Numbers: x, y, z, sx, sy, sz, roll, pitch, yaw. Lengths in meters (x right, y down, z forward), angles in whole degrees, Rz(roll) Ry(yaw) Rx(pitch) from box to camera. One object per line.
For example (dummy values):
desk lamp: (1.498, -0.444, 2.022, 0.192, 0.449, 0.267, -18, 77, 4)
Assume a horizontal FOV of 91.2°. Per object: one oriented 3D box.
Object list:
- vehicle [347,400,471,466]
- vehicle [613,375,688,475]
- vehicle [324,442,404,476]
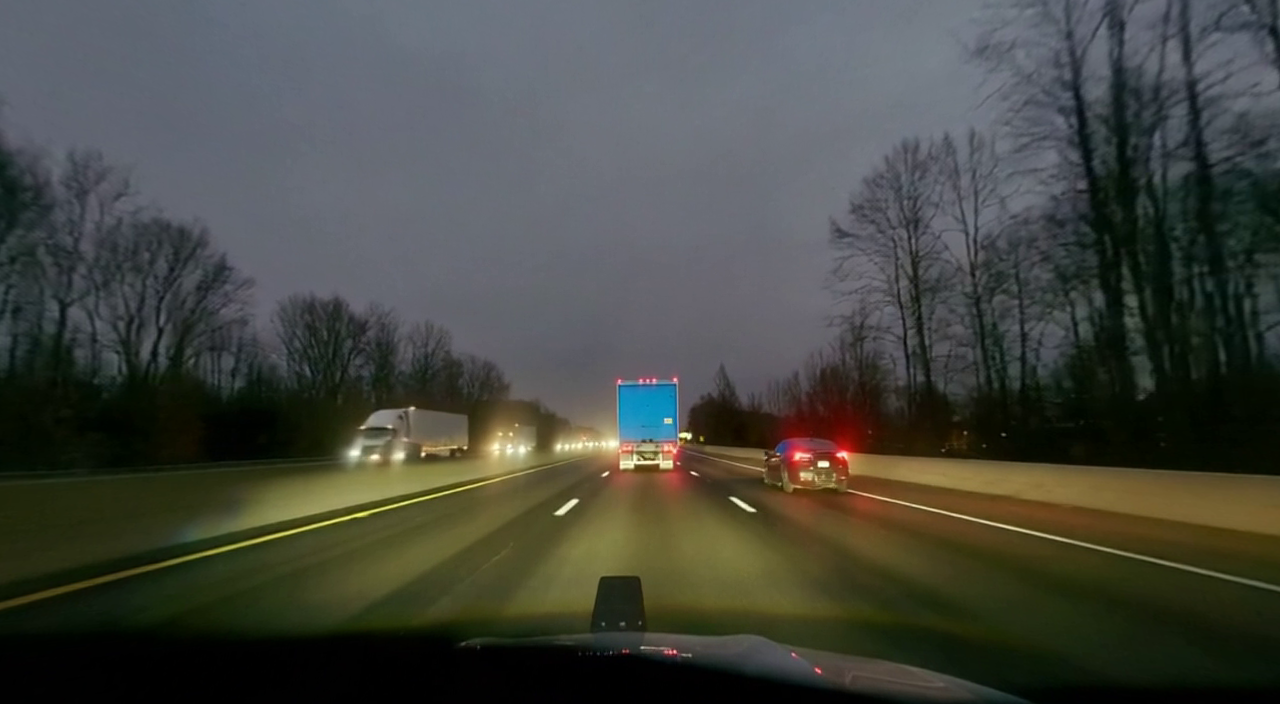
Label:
vehicle: (-16.402, 6.149, 46.865, 2.959, 4.021, 16.514, 0, -8, 0)
vehicle: (0.449, 3.731, 30.802, 3.010, 4.039, 10.481, 0, -8, 0)
vehicle: (-13.010, 5.069, 29.913, 1.843, 1.474, 4.277, 0, -8, 0)
